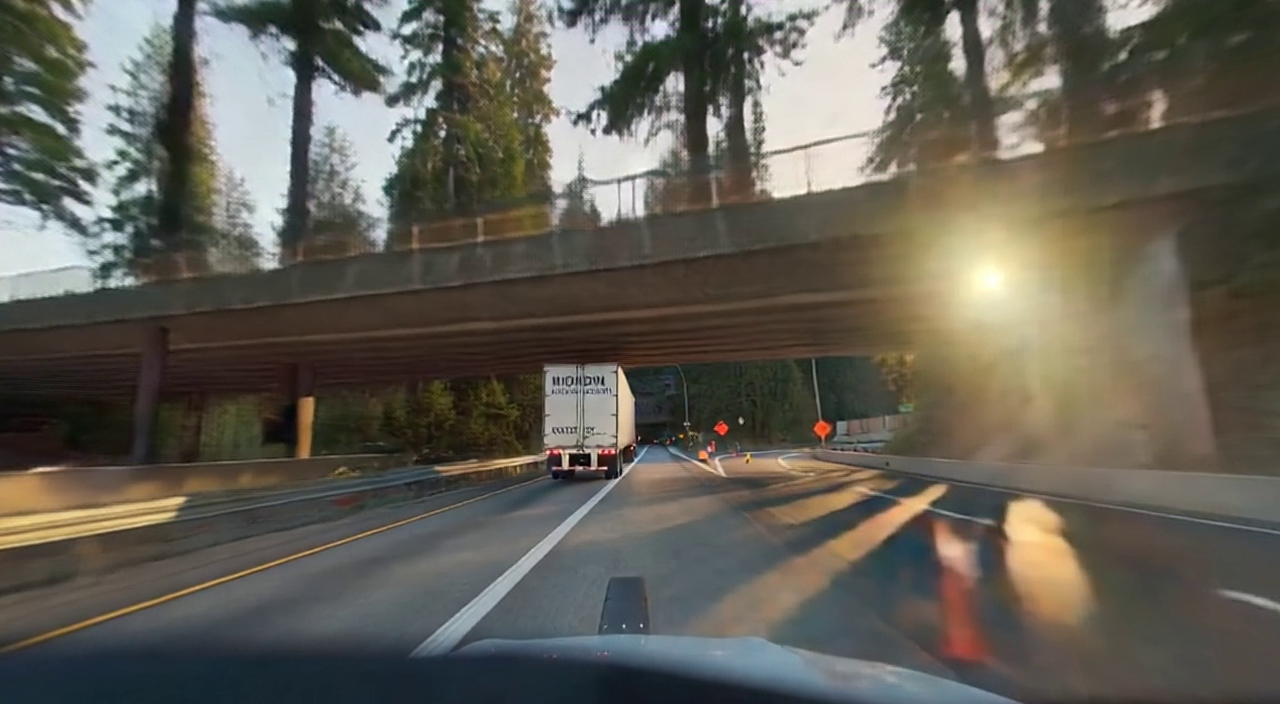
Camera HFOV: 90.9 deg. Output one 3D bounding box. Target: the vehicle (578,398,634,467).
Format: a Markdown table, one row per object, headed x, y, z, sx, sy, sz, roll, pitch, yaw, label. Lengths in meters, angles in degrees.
| x | y | z | sx | sy | sz | roll | pitch | yaw | label |
| --- | --- | --- | --- | --- | --- | --- | --- | --- | --- |
| -2.029 | 5.499 | 42.213 | 2.845 | 4.049 | 10.214 | 0 | -8 | 2 | vehicle |
